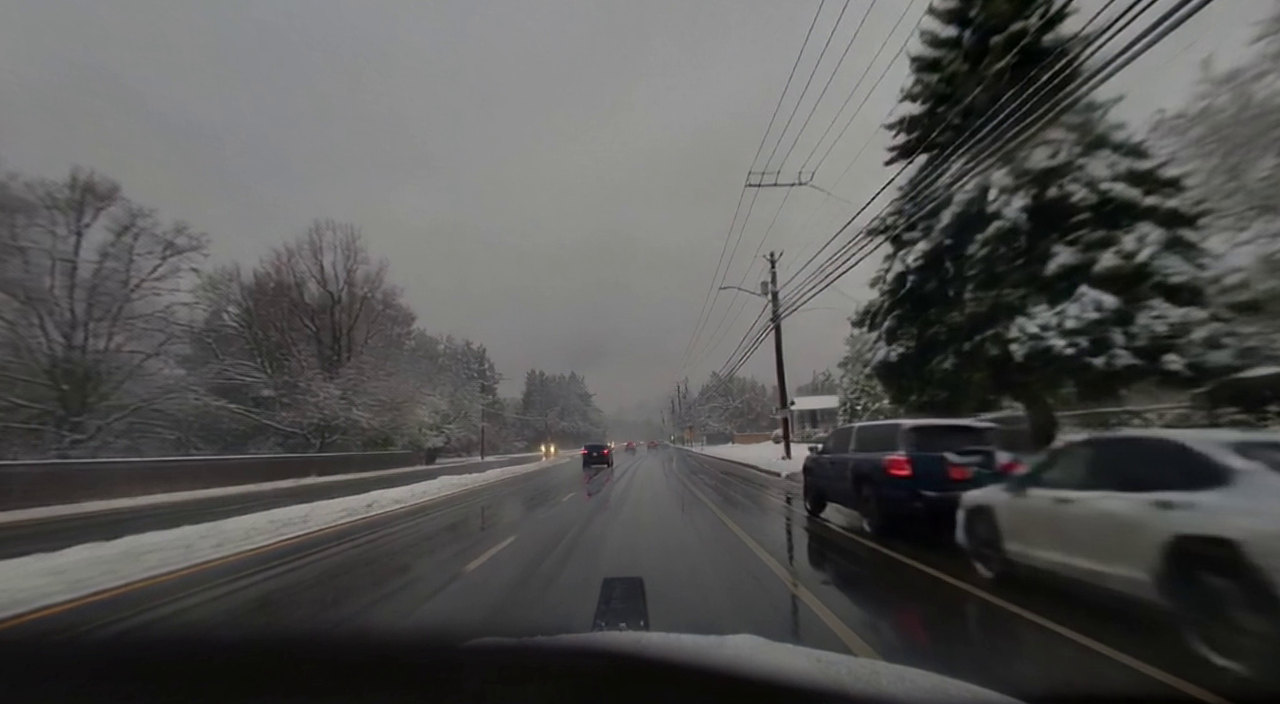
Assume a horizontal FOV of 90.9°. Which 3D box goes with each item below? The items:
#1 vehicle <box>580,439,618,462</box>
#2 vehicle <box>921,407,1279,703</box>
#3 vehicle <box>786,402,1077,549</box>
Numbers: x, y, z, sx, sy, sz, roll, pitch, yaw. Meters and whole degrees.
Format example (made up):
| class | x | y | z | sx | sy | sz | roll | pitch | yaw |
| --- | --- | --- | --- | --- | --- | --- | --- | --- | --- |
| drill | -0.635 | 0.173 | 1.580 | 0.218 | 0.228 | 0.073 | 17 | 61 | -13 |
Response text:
| class | x | y | z | sx | sy | sz | roll | pitch | yaw |
| --- | --- | --- | --- | --- | --- | --- | --- | --- | --- |
| vehicle | -2.727 | 6.695 | 43.075 | 2.084 | 1.466 | 4.522 | -1 | -8 | 3 |
| vehicle | 4.299 | 1.292 | 4.787 | 2.241 | 1.536 | 4.682 | 0 | -8 | 1 |
| vehicle | 4.430 | 1.985 | 10.922 | 2.336 | 1.885 | 5.298 | 0 | -8 | -2 |
